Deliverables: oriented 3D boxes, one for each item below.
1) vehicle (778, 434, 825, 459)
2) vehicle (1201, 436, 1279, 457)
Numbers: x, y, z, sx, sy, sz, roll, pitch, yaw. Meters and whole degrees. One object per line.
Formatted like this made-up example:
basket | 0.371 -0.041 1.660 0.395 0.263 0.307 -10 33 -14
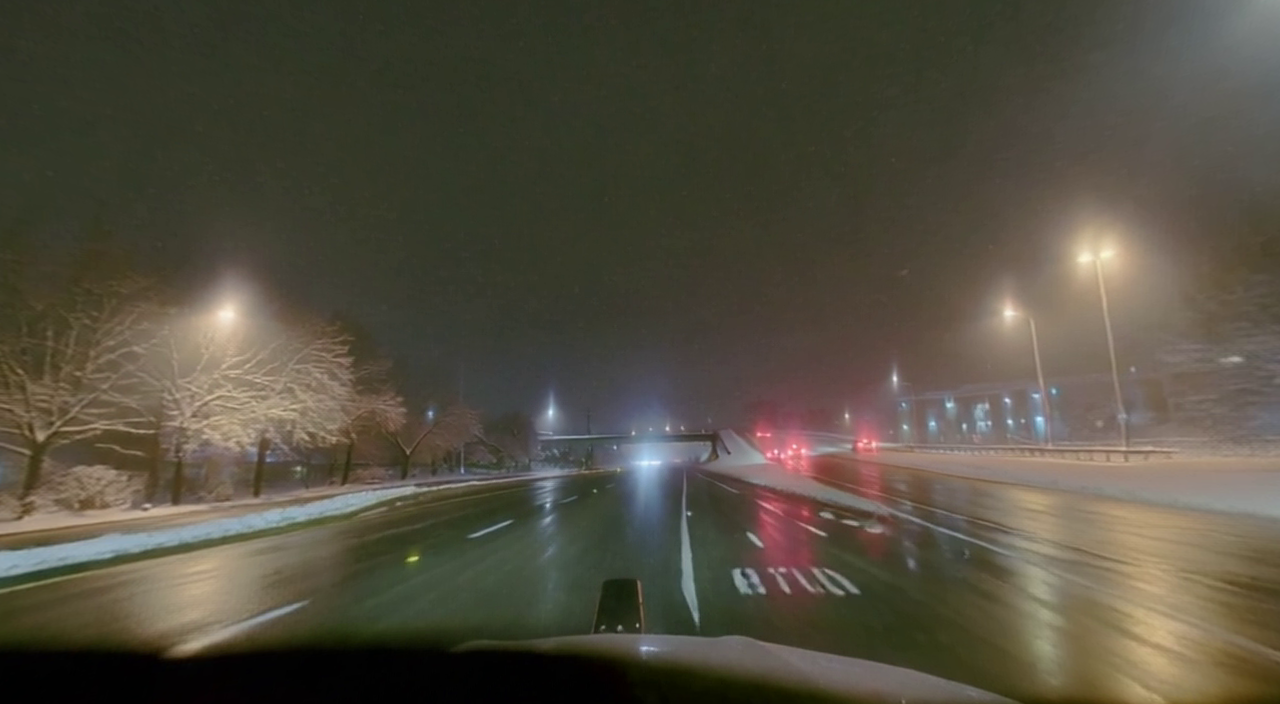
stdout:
vehicle | 10.356 6.091 40.833 2.048 1.516 3.874 0 -9 1
vehicle | 43.319 6.760 45.004 1.776 1.432 4.541 4 -9 -22
